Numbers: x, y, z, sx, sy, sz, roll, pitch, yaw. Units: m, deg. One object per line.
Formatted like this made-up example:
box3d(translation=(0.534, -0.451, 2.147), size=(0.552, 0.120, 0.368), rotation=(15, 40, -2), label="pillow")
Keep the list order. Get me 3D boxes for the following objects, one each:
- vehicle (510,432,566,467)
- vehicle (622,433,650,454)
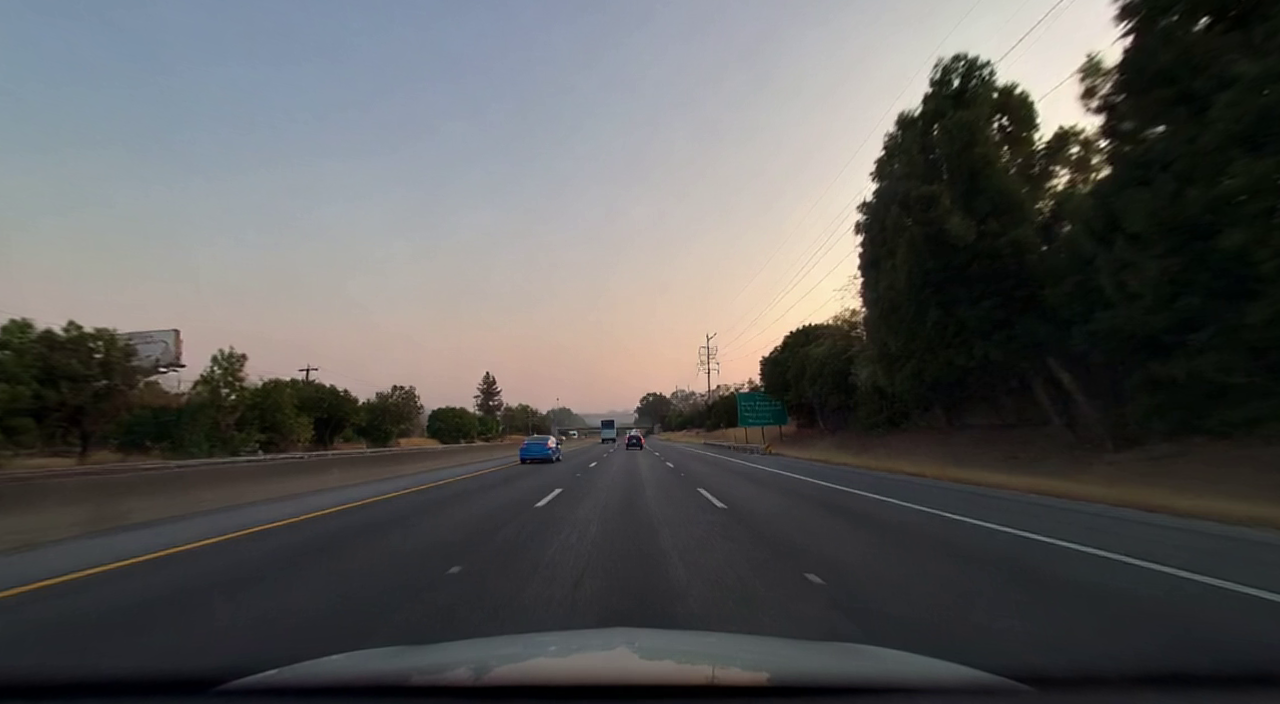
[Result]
box3d(translation=(-4.589, 4.403, 28.818), size=(1.911, 1.477, 3.807), rotation=(0, -8, 0), label="vehicle")
box3d(translation=(-0.303, 6.522, 45.089), size=(1.890, 1.472, 3.716), rotation=(0, -8, -1), label="vehicle")
